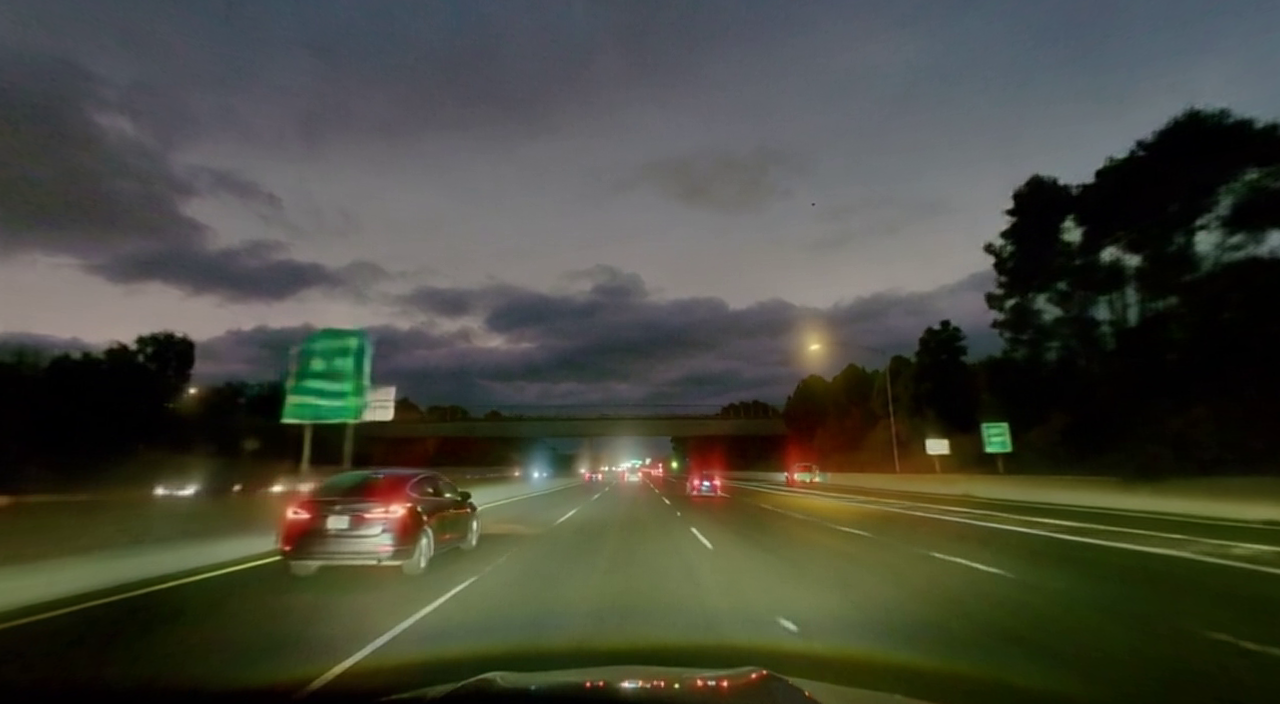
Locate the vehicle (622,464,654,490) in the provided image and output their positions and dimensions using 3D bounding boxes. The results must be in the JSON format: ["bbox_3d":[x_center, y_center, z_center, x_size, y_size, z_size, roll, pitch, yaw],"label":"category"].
[{"bbox_3d":[-0.150,9.059,45.669,2.181,1.698,4.056,1,-10,0],"label":"vehicle"}]

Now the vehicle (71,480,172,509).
[{"bbox_3d":[-29.872,8.197,36.394,1.869,1.447,4.552,0,-10,2],"label":"vehicle"}]

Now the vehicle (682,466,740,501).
[{"bbox_3d":[3.241,6.151,29.645,2.092,1.518,4.348,1,-10,-2],"label":"vehicle"}]

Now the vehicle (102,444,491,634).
[{"bbox_3d":[-3.340,1.940,7.382,2.099,1.516,4.308,1,-10,0],"label":"vehicle"}]
